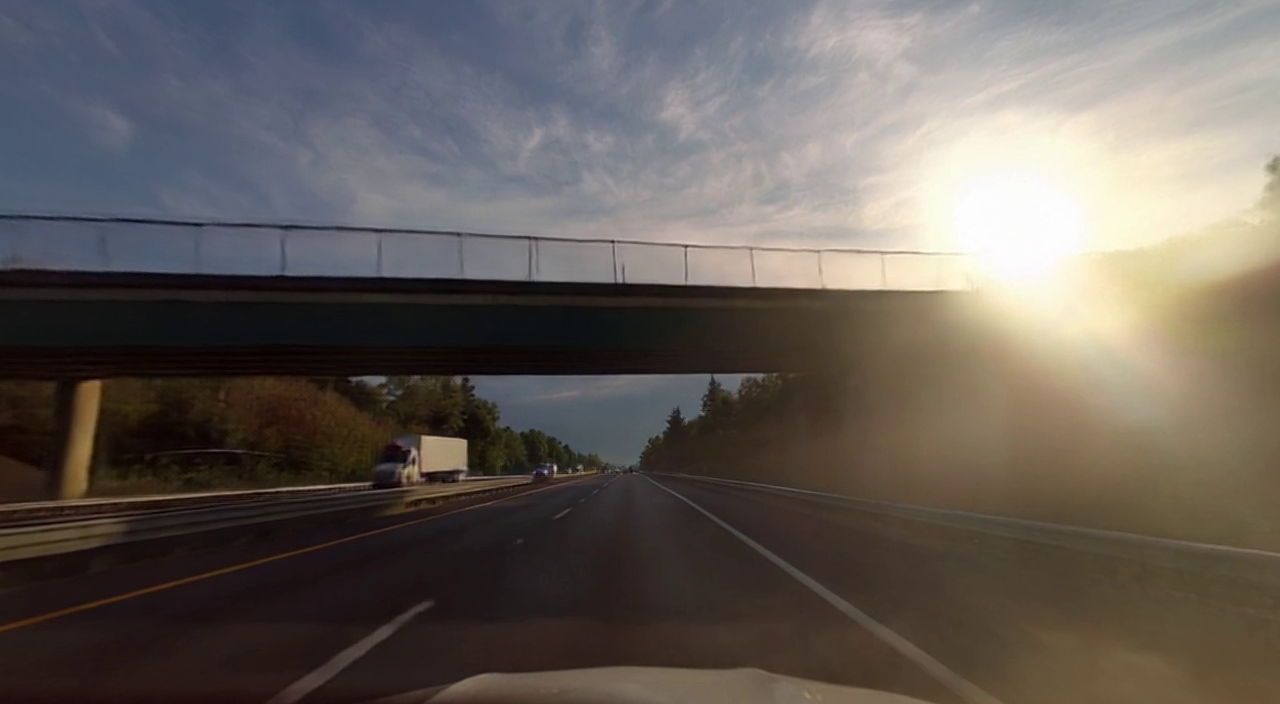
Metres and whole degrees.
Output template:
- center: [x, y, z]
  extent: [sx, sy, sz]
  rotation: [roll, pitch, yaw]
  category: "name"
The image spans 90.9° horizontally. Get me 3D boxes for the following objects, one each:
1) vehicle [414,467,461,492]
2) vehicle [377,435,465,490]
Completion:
- center: [-12.140, 7.631, 37.919]
  extent: [1.694, 1.388, 3.382]
  rotation: [1, -10, -1]
  category: "vehicle"
- center: [-16.585, 8.598, 48.865]
  extent: [2.932, 3.708, 10.622]
  rotation: [1, -10, 0]
  category: "vehicle"
